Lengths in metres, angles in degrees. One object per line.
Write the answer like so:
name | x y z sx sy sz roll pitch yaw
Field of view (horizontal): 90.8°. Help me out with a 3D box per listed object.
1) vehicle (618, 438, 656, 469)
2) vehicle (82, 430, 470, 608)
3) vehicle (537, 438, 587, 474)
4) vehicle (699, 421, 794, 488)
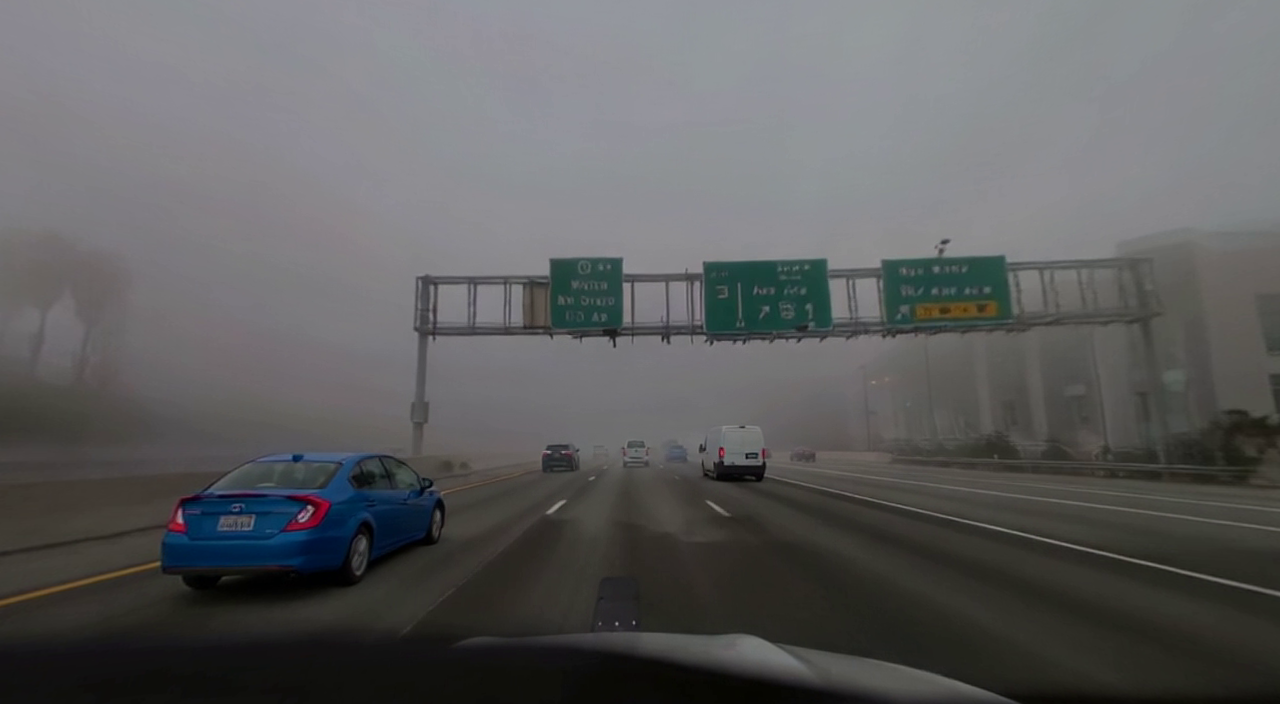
vehicle | -0.213 6.290 39.160 2.212 1.786 4.198 0 -9 -1
vehicle | -3.631 1.731 7.513 1.991 1.469 4.381 0 -9 0
vehicle | -4.105 5.562 33.986 2.109 1.793 4.613 0 -9 0
vehicle | 3.612 3.661 22.724 2.250 2.074 5.723 0 -9 -2
